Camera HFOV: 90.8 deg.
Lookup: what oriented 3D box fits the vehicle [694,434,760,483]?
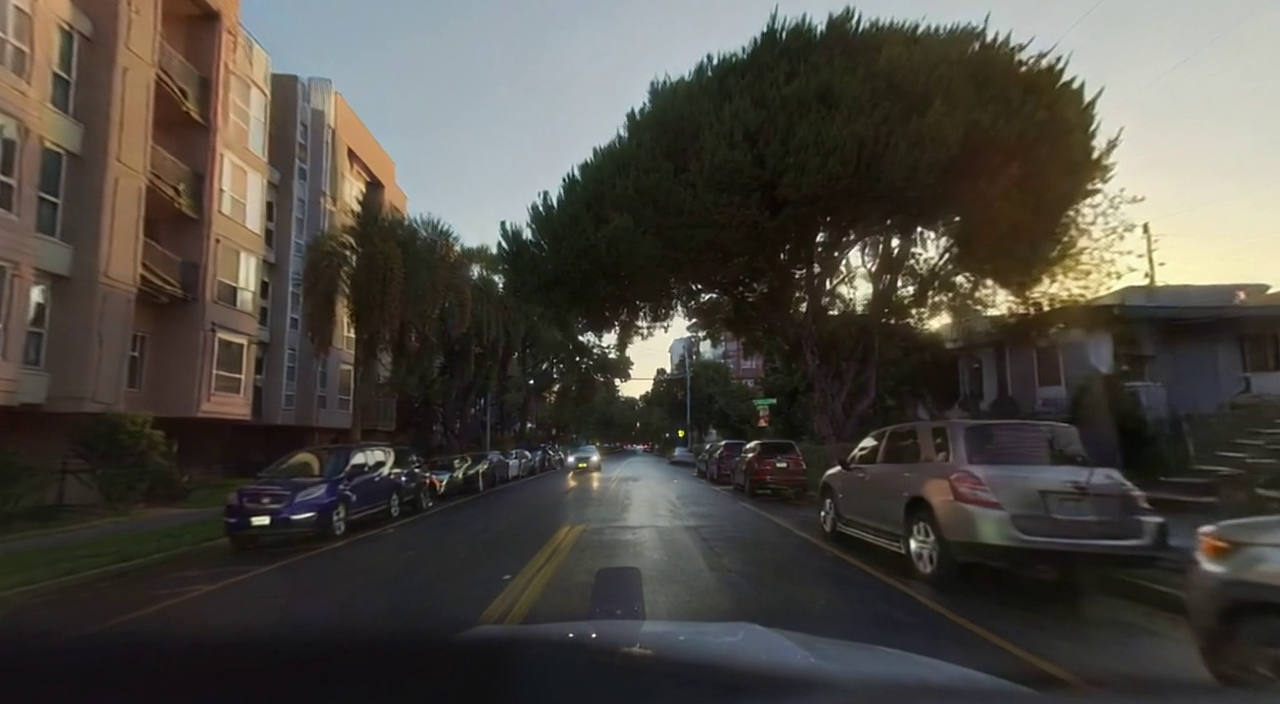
[{"bbox_3d":[3.288,4.117,24.710,1.797,1.717,4.384,0,-8,-2],"label":"vehicle"}]

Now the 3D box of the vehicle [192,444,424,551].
[{"bbox_3d":[-5.466,2.392,11.203,1.647,1.481,4.433,0,-8,1],"label":"vehicle"}]

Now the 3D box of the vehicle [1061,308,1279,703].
[{"bbox_3d":[3.393,0.547,1.079,1.835,1.809,4.997,0,-8,-1],"label":"vehicle"}]

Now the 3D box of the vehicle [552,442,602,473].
[{"bbox_3d":[-3.205,5.457,32.850,1.939,1.504,4.121,-1,-8,3],"label":"vehicle"}]

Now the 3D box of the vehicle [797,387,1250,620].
[{"bbox_3d":[3.501,1.492,7.264,1.972,1.725,4.956,0,-8,-2],"label":"vehicle"}]
